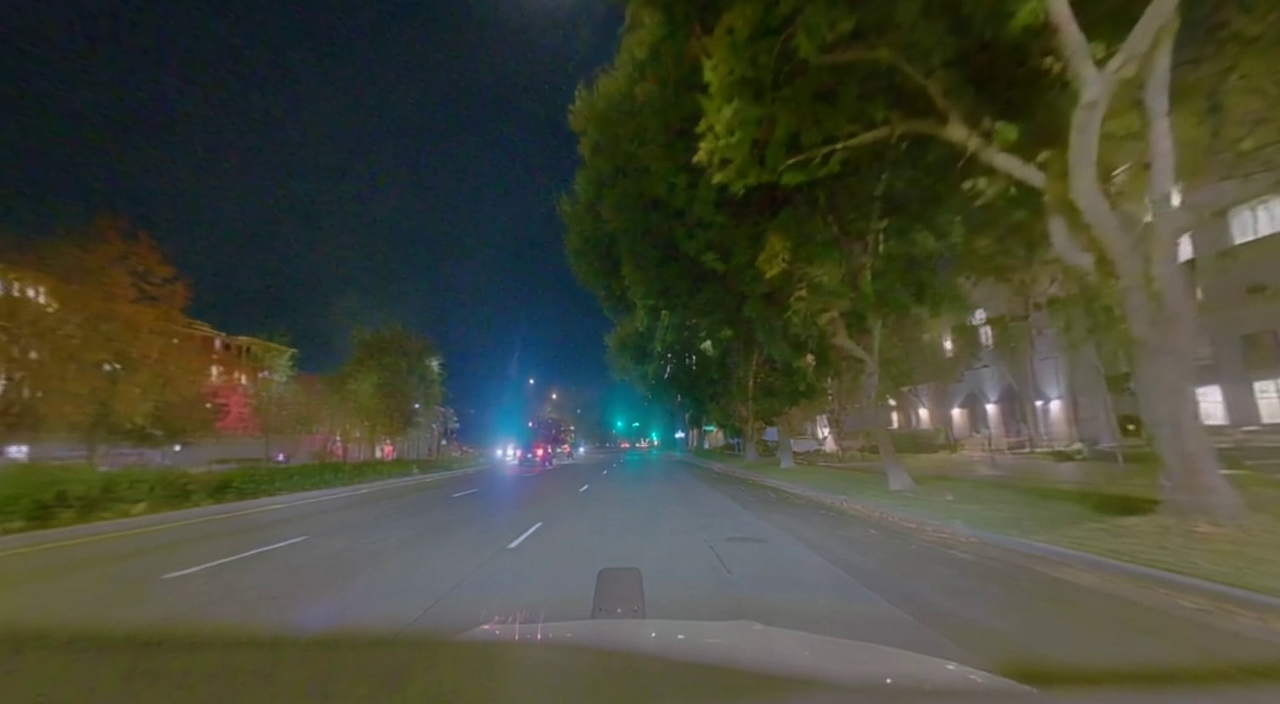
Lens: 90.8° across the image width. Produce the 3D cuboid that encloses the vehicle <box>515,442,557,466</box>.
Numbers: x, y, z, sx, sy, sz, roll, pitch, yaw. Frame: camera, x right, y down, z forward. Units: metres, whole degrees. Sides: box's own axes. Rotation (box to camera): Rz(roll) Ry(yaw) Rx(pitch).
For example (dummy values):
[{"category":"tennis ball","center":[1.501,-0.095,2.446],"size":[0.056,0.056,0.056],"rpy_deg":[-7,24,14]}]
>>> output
[{"category":"vehicle","center":[-6.731,6.646,41.229],"size":[1.970,1.456,4.441],"rpy_deg":[0,-9,0]}]
